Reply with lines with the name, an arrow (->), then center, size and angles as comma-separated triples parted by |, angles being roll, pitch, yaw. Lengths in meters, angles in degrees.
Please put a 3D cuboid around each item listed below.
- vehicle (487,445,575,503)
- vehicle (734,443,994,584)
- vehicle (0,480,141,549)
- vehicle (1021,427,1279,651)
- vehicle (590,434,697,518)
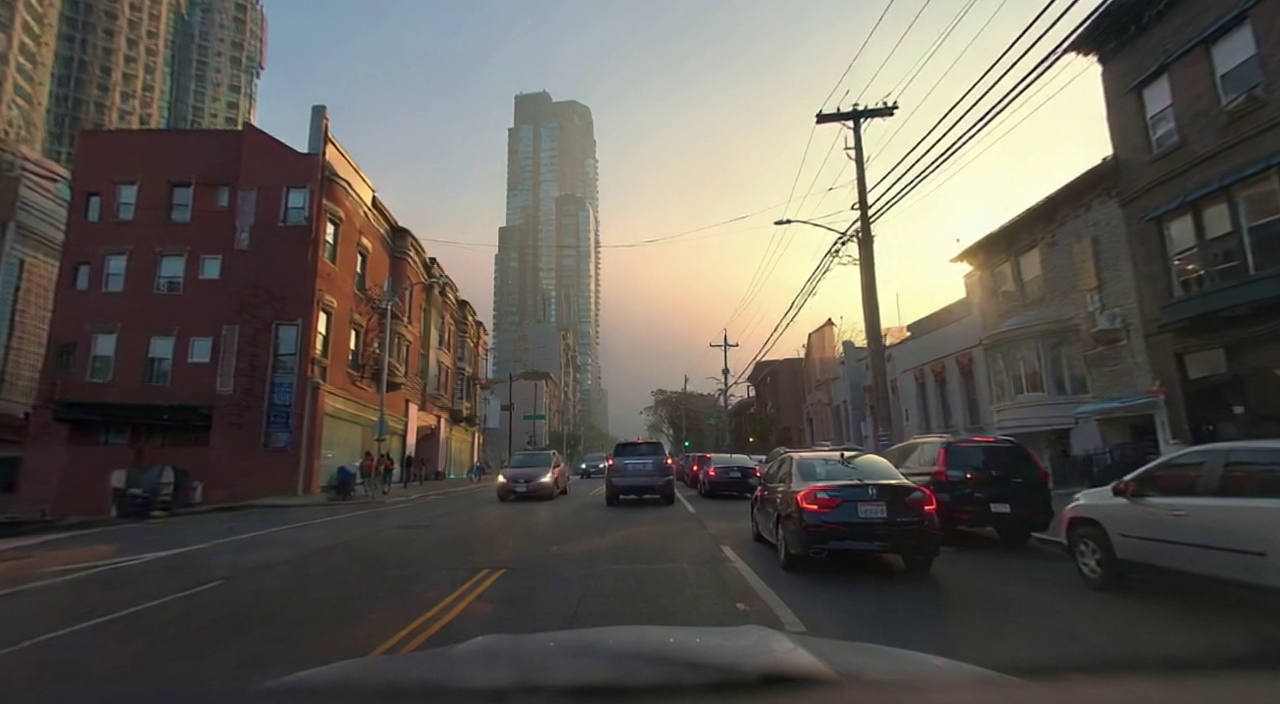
vehicle -> -3.486, 3.978, 21.067 | 2.112, 1.705, 4.365 | 0, -8, 1
vehicle -> 2.697, 2.037, 8.924 | 2.029, 1.460, 4.451 | 0, -8, 0
vehicle -> -17.625, 4.849, 18.502 | 4.298, 1.440, 1.997 | -8, -8, -2
vehicle -> 5.533, 1.446, 5.207 | 1.931, 1.585, 4.387 | 0, -9, -1
vehicle -> 0.042, 2.892, 15.240 | 2.232, 1.736, 4.036 | 0, -8, -1
